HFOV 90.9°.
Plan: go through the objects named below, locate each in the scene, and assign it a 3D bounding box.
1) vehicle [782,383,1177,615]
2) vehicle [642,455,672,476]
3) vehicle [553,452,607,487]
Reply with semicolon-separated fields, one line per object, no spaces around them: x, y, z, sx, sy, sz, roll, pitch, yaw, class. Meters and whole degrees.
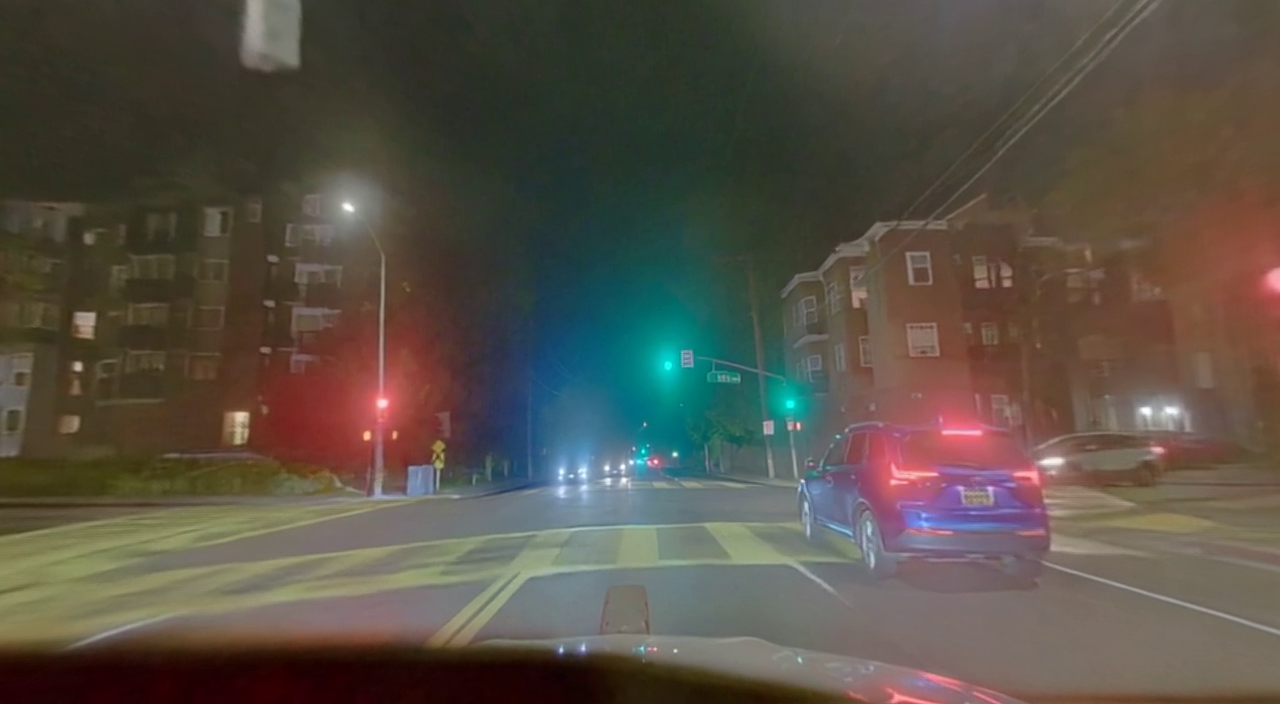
3.312;1.564;7.635;2.130;1.863;4.844;0;-9;1;vehicle
1.232;8.375;46.745;2.097;1.463;4.043;0;-9;1;vehicle
-2.787;5.569;30.247;2.170;1.513;4.270;0;-9;0;vehicle
